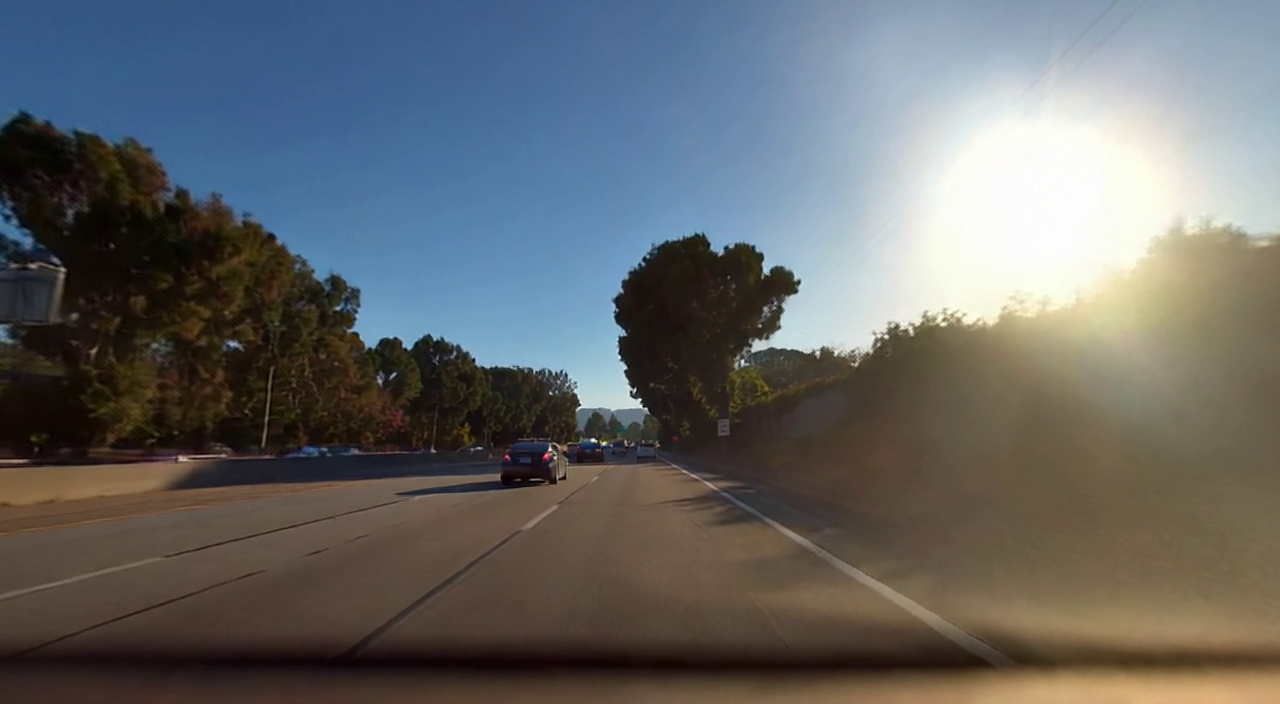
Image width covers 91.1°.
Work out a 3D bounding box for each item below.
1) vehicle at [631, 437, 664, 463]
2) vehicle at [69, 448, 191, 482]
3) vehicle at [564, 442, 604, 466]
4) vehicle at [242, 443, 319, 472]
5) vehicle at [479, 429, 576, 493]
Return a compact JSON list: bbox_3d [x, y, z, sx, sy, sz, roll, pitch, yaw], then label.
[{"bbox_3d":[0.527,7.223,46.242,2.285,1.797,4.478,0,-8,0],"label":"vehicle"},{"bbox_3d":[-24.781,5.490,30.771,1.938,1.479,4.731,0,-8,1],"label":"vehicle"},{"bbox_3d":[-3.526,6.504,40.151,2.055,1.431,3.921,0,-8,2],"label":"vehicle"},{"bbox_3d":[-20.544,6.043,36.091,1.852,1.556,4.162,0,-8,1],"label":"vehicle"},{"bbox_3d":[-3.221,3.227,18.920,2.056,1.679,4.204,0,-8,1],"label":"vehicle"}]
